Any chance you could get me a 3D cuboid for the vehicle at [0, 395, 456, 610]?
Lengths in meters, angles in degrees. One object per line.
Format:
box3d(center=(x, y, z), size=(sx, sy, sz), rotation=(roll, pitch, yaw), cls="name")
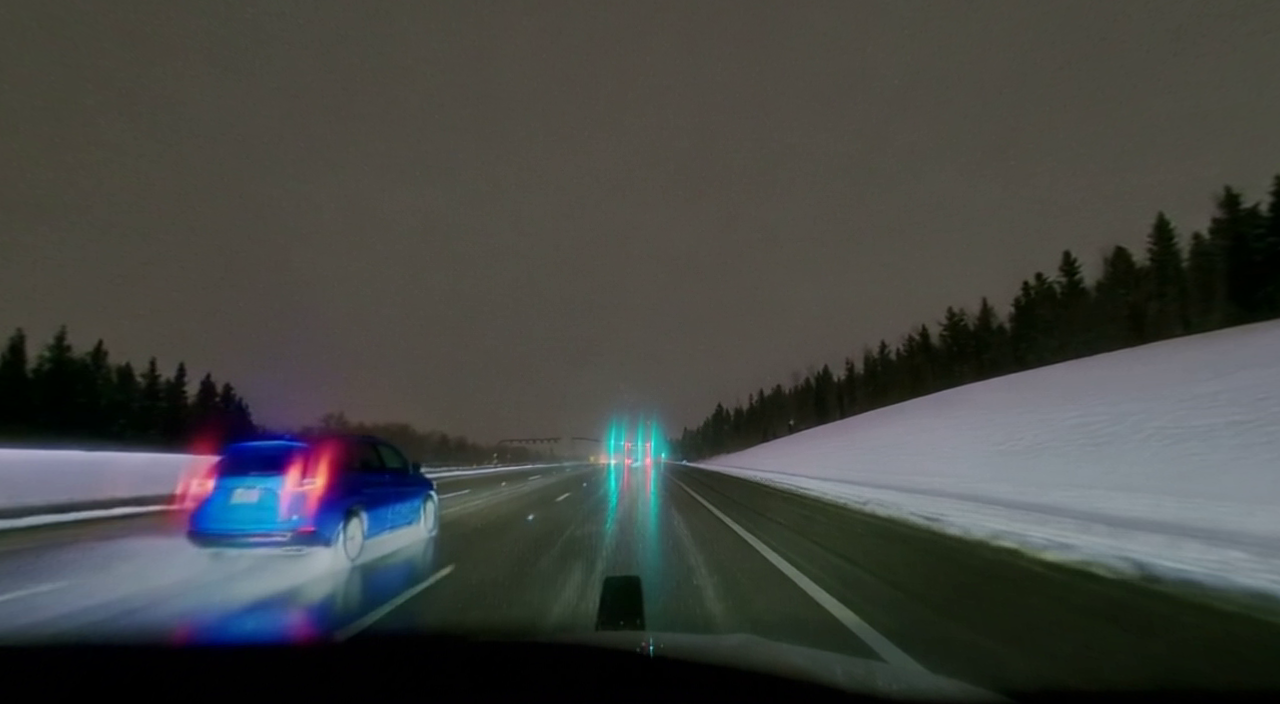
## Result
box3d(center=(-4.193, 1.623, 7.803), size=(2.272, 1.759, 5.058), rotation=(0, -9, 0), cls="vehicle")
